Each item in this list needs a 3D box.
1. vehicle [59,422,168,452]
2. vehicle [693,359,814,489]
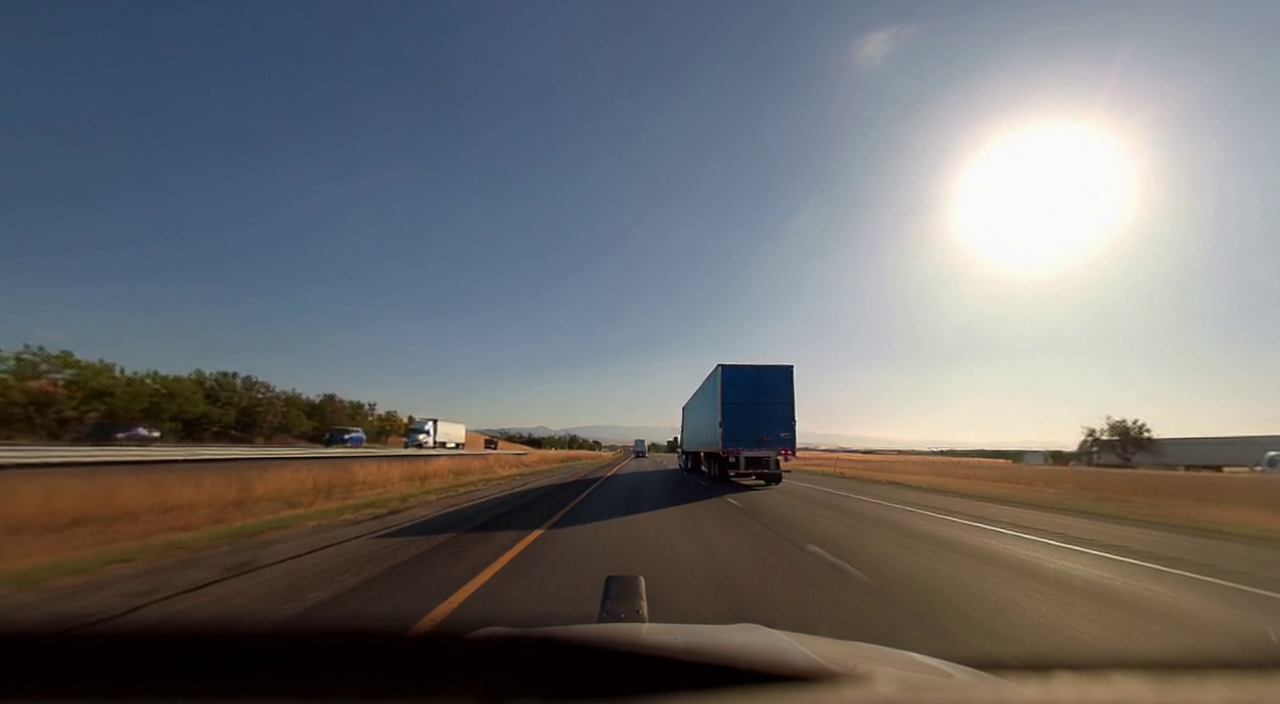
[{"bbox_3d":[-30.063,4.936,36.210,1.958,1.553,4.931,0,-9,0],"label":"vehicle"},{"bbox_3d":[4.197,3.314,26.913,2.818,4.206,12.987,0,-9,0],"label":"vehicle"}]
